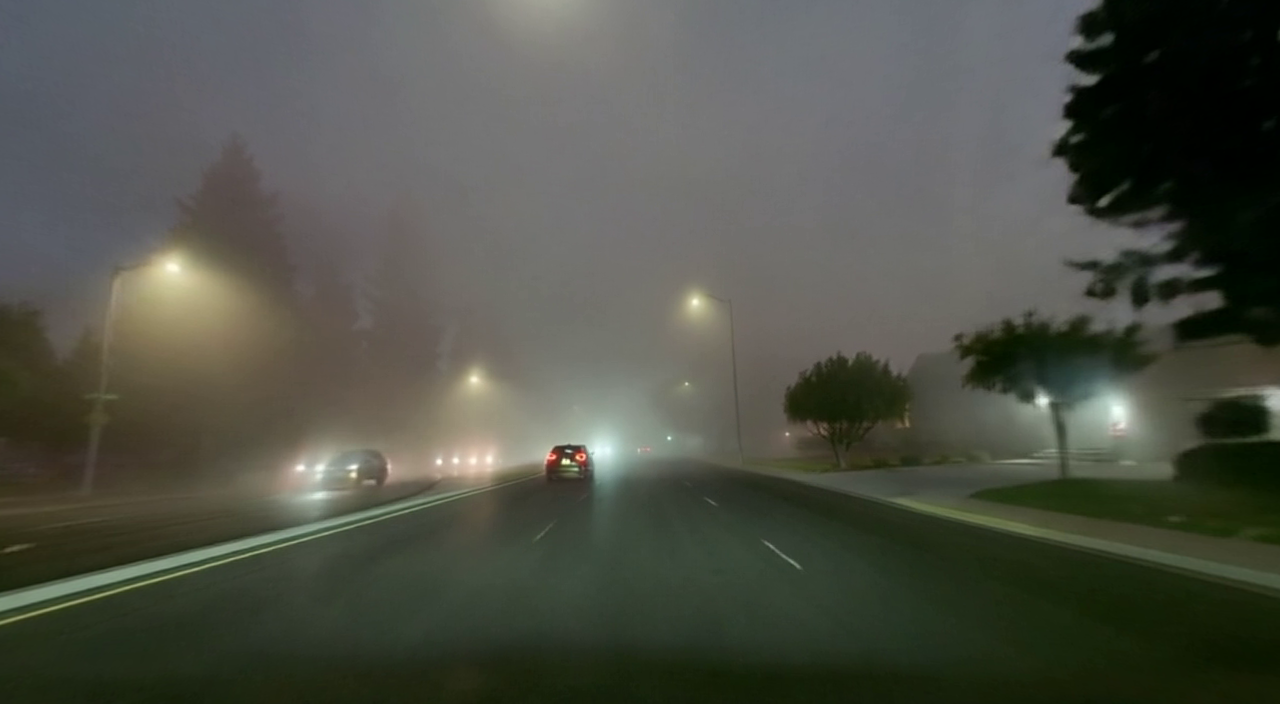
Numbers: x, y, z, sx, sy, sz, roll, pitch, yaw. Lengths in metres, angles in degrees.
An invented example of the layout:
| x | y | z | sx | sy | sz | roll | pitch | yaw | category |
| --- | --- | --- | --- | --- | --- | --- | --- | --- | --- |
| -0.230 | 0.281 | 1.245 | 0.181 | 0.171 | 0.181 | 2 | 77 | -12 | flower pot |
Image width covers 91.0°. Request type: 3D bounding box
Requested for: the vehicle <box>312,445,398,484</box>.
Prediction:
| x | y | z | sx | sy | sz | roll | pitch | yaw | category |
| --- | --- | --- | --- | --- | --- | --- | --- | --- | --- |
| -13.905 | 5.497 | 31.046 | 2.059 | 1.734 | 4.559 | 0 | -9 | 1 | vehicle |

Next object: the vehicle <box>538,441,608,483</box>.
| x | y | z | sx | sy | sz | roll | pitch | yaw | category |
| --- | --- | --- | --- | --- | --- | --- | --- | --- | --- |
| -2.519 | 4.312 | 24.932 | 2.106 | 1.517 | 4.375 | -1 | -9 | 3 | vehicle |

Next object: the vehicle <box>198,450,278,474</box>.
| x | y | z | sx | sy | sz | roll | pitch | yaw | category |
| --- | --- | --- | --- | --- | --- | --- | --- | --- | --- |
| -28.556 | 7.796 | 44.839 | 4.298 | 1.620 | 2.002 | 0 | -9 | -5 | vehicle |
